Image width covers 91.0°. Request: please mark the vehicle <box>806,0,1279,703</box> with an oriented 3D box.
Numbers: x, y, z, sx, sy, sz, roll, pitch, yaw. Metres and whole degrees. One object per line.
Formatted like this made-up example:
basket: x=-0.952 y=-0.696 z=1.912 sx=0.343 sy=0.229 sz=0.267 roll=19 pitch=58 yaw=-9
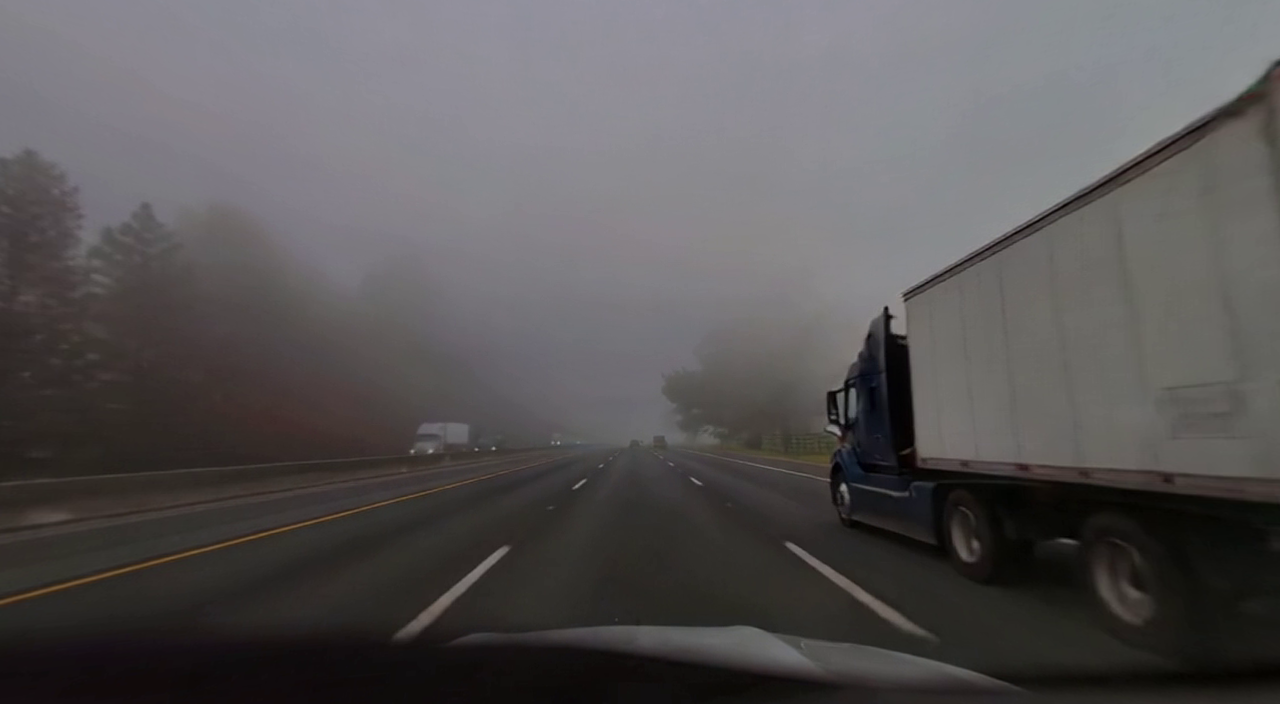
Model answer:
vehicle: x=4.083 y=0.428 z=5.782 sx=2.766 sy=3.349 sz=7.796 roll=0 pitch=-8 yaw=-1
